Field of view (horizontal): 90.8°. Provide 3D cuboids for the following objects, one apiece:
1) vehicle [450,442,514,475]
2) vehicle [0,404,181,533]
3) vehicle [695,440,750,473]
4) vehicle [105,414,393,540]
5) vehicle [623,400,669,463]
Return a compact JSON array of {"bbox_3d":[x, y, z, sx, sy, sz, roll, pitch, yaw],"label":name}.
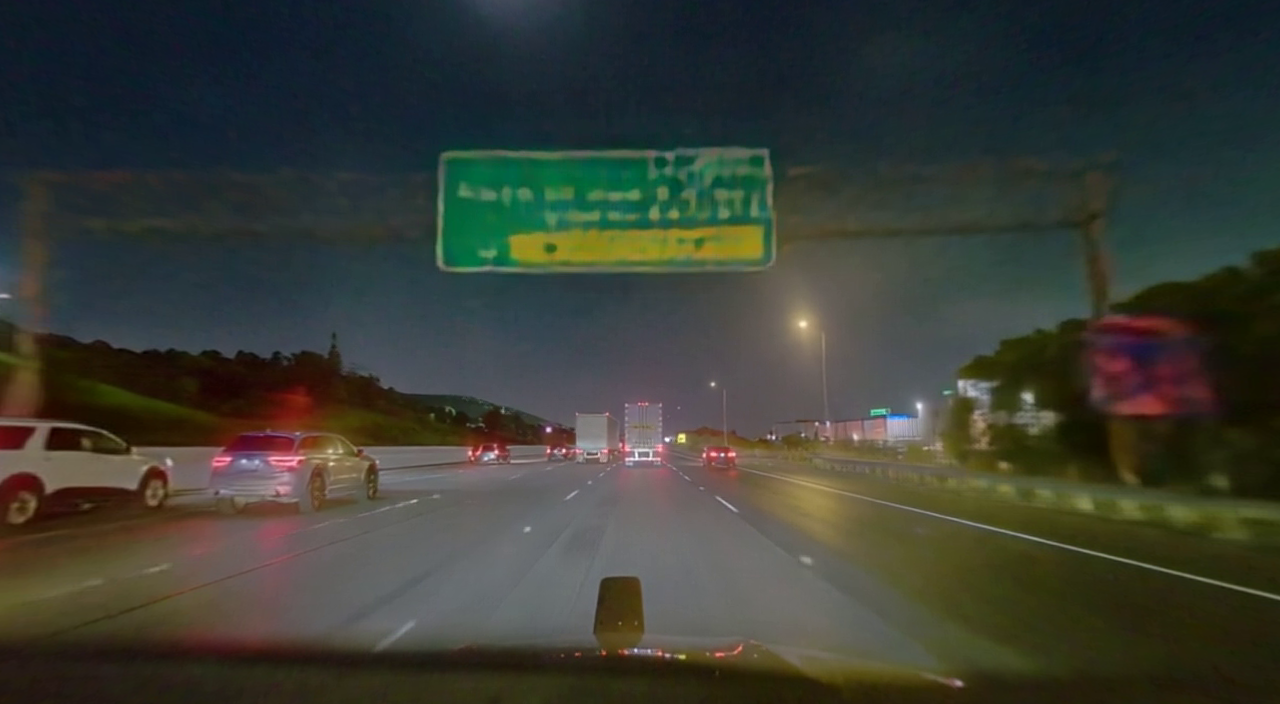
[{"bbox_3d":[-7.491,5.100,30.423,1.891,1.460,4.506,0,-9,1],"label":"vehicle"},{"bbox_3d":[-10.505,1.802,9.882,2.208,1.889,5.781,0,-9,1],"label":"vehicle"},{"bbox_3d":[3.944,5.086,30.910,2.006,1.452,4.246,0,-9,-1],"label":"vehicle"},{"bbox_3d":[-6.396,2.085,11.149,2.122,1.754,4.379,0,-9,2],"label":"vehicle"},{"bbox_3d":[0.358,6.031,46.835,2.969,4.104,10.906,0,-9,0],"label":"vehicle"}]
